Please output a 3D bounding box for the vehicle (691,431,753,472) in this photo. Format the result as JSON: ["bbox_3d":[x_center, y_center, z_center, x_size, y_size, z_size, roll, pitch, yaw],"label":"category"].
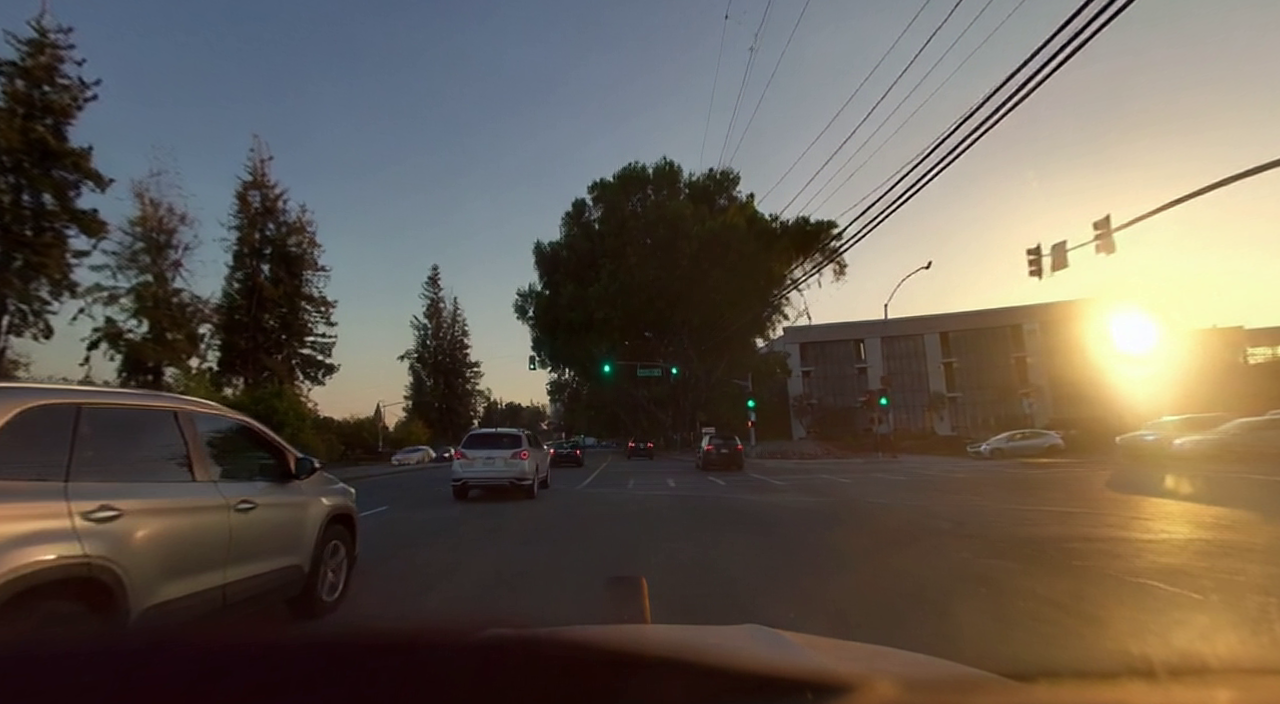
[{"bbox_3d":[3.672,4.586,29.163,2.201,1.734,4.564,0,-8,-1],"label":"vehicle"}]

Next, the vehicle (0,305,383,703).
[{"bbox_3d":[-3.267,0.863,3.108,2.127,1.754,4.287,0,-8,1],"label":"vehicle"}]

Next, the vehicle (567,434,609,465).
[{"bbox_3d":[-2.934,5.600,36.264,1.900,1.677,4.128,0,-8,2],"label":"vehicle"}]

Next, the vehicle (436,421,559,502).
[{"bbox_3d":[-3.352,2.685,15.827,1.958,1.744,4.315,0,-8,2],"label":"vehicle"}]

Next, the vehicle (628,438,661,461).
[{"bbox_3d":[0.314,6.780,43.889,2.185,1.515,4.215,0,-8,1],"label":"vehicle"}]

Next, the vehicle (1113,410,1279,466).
[{"bbox_3d":[19.583,2.963,21.753,5.033,1.802,1.928,1,-9,-5],"label":"vehicle"}]

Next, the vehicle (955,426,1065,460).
[{"bbox_3d":[18.245,4.516,31.230,4.119,1.574,2.028,-1,-8,3],"label":"vehicle"}]
